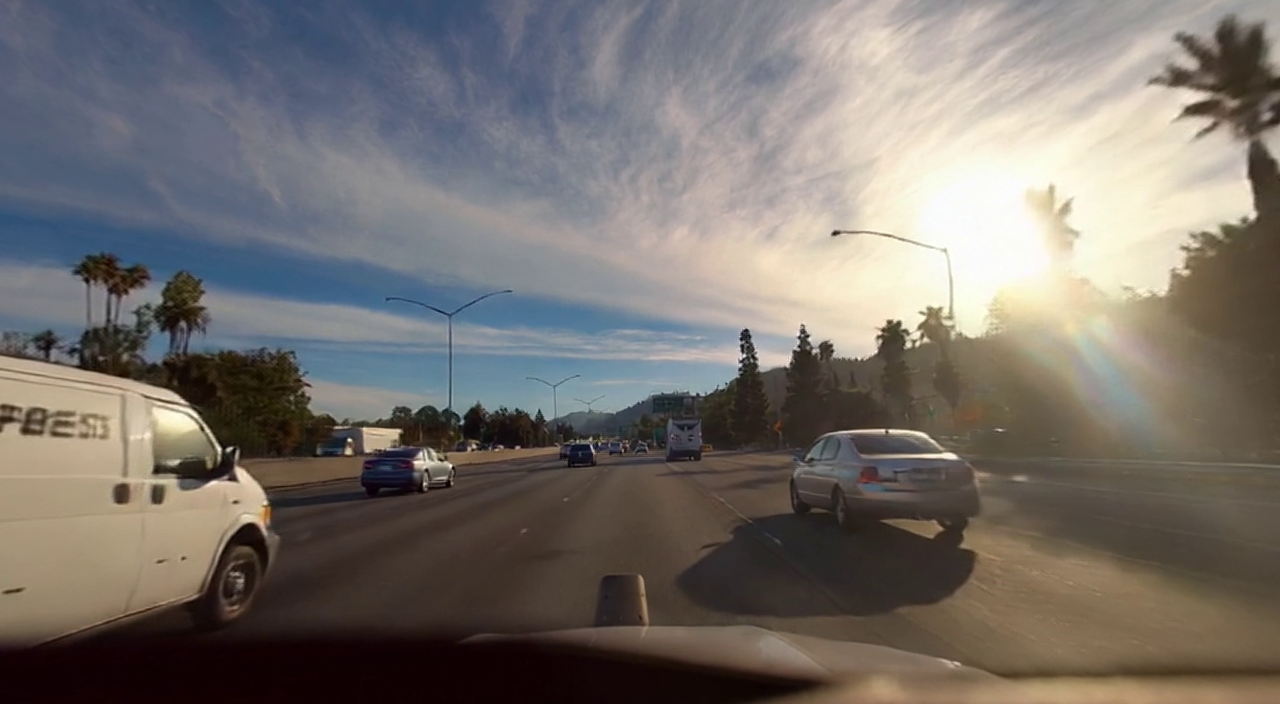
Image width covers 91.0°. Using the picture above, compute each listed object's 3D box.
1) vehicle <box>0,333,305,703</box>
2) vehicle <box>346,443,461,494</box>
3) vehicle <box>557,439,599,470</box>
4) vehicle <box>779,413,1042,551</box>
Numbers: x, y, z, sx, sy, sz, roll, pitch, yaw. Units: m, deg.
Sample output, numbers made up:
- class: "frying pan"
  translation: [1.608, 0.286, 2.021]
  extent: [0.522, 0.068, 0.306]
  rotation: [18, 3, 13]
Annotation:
- class: "vehicle"
  translation: [-4.082, 0.832, 2.809]
  extent: [2.215, 1.859, 5.375]
  rotation: [0, -9, 0]
- class: "vehicle"
  translation: [-7.587, 3.765, 20.737]
  extent: [2.050, 1.487, 4.372]
  rotation: [0, -9, 1]
- class: "vehicle"
  translation: [-3.558, 5.961, 36.786]
  extent: [2.017, 1.683, 4.094]
  rotation: [0, -9, 0]
- class: "vehicle"
  translation: [3.800, 1.927, 9.981]
  extent: [2.124, 1.674, 4.494]
  rotation: [0, -9, 0]
